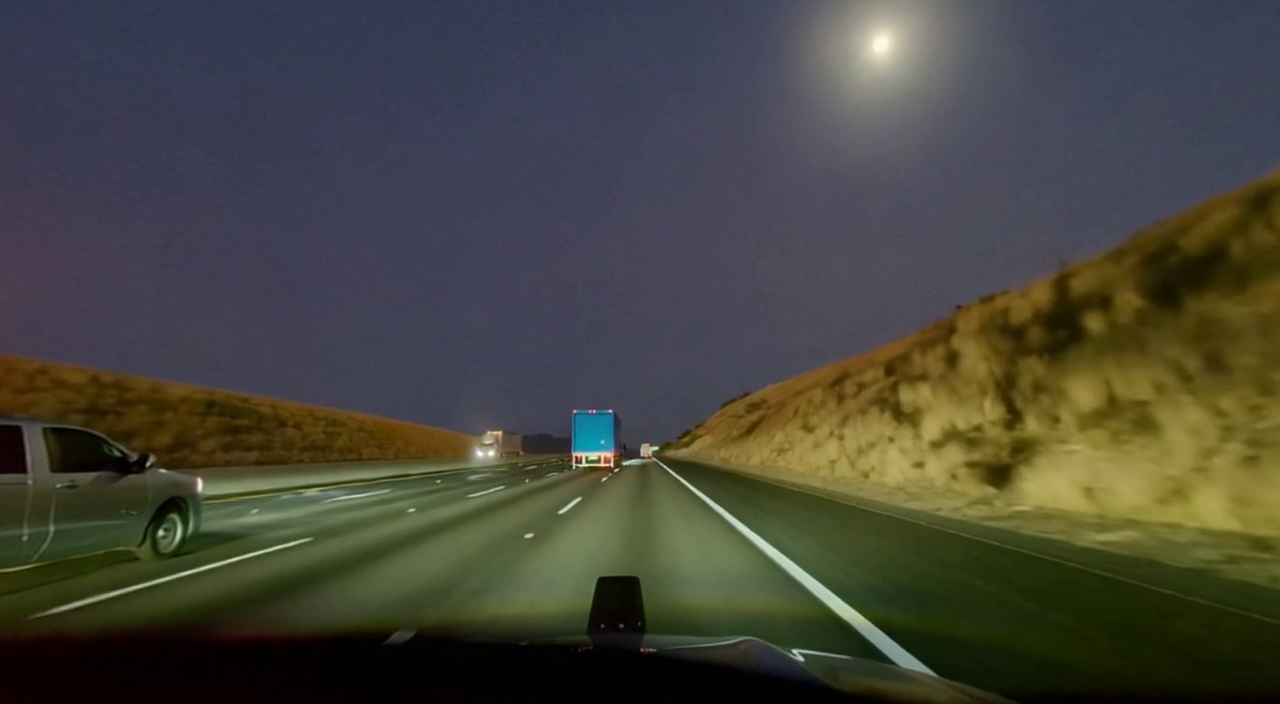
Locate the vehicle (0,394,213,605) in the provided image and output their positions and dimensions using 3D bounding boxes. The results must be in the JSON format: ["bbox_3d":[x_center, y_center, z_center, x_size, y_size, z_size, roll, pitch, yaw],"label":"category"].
[{"bbox_3d":[-6.810,1.333,5.711,2.175,1.860,5.236,0,-8,0],"label":"vehicle"}]

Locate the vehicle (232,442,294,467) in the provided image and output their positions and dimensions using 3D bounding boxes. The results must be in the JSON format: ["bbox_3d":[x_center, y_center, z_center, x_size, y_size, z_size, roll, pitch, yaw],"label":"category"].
[{"bbox_3d":[-23.225,6.339,38.983,1.582,1.421,3.587,-1,-9,1],"label":"vehicle"}]
